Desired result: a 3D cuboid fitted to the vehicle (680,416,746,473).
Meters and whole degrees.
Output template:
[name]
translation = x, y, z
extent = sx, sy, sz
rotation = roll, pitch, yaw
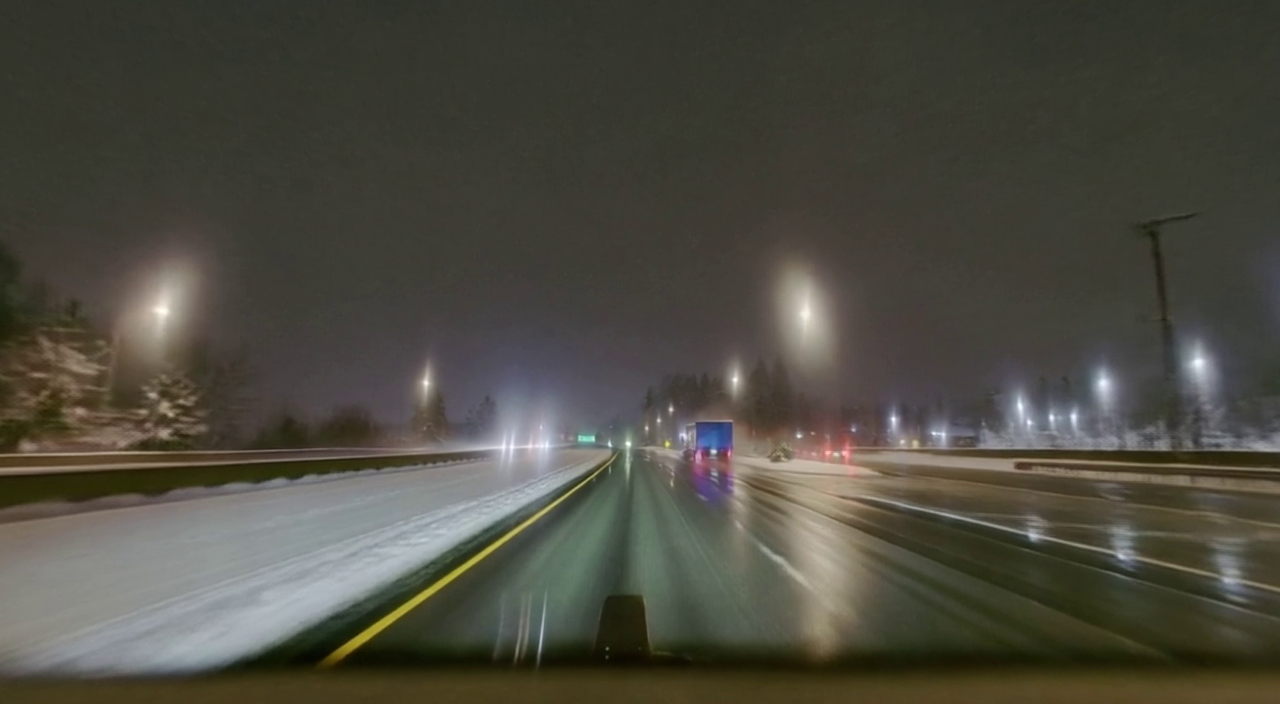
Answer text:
[vehicle]
translation = 3.471, 4.604, 31.368
extent = 2.430, 2.495, 6.062
rotation = 0, -8, -1
